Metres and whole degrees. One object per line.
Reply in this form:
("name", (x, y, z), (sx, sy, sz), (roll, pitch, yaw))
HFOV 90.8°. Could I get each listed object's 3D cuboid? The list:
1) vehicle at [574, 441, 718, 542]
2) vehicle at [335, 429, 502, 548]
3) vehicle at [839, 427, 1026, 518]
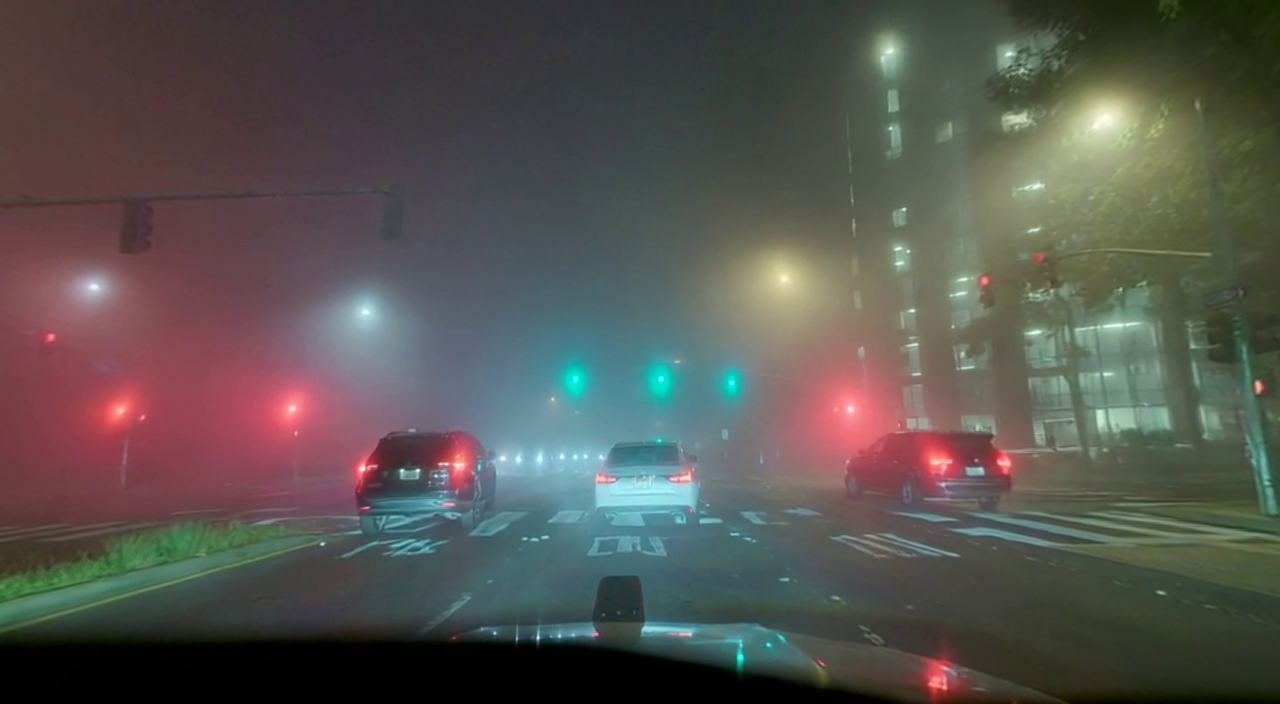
("vehicle", (0.080, 2.428, 11.655), (2.190, 1.522, 3.850), (0, -8, 0))
("vehicle", (-3.762, 2.342, 11.634), (2.081, 1.719, 4.434), (1, -9, -9))
("vehicle", (6.825, 2.868, 15.629), (2.079, 1.828, 5.323), (0, -8, 0))
